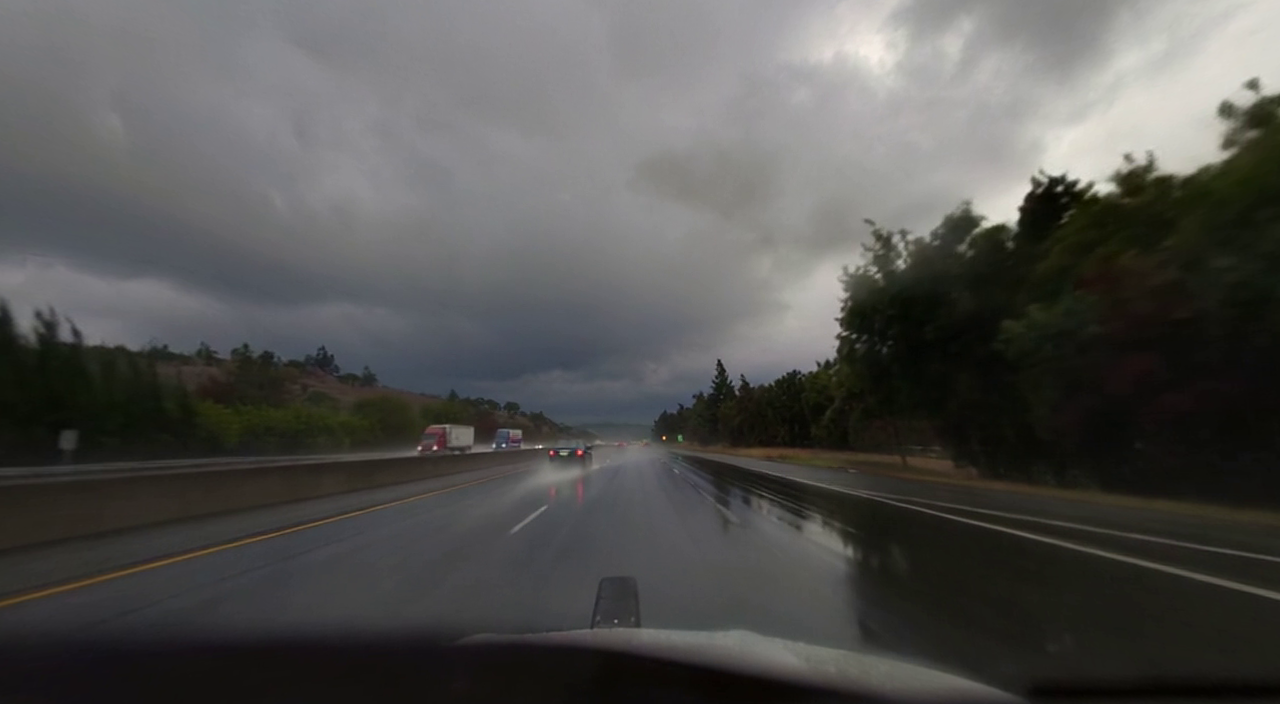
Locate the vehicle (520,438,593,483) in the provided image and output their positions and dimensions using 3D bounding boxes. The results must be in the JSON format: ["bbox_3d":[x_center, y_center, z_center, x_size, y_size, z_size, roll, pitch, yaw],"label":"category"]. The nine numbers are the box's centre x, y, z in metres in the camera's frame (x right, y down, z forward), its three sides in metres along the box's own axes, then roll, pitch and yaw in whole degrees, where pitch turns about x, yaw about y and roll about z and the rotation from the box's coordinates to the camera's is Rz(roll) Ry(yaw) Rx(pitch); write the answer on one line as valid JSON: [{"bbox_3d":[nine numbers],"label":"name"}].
[{"bbox_3d":[-3.130,4.147,24.466,2.158,1.562,4.373,-1,-8,1],"label":"vehicle"}]
